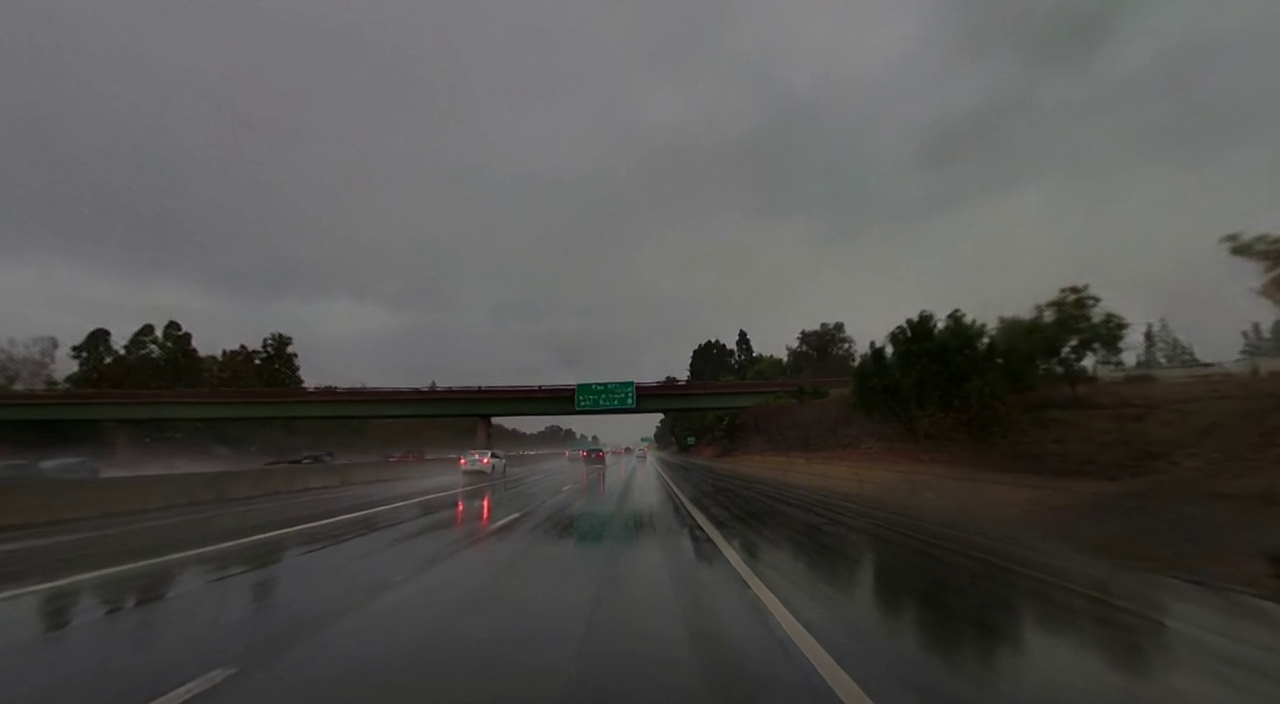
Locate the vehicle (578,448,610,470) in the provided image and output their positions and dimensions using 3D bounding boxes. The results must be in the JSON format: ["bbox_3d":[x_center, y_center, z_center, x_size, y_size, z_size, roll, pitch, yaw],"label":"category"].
[{"bbox_3d":[-3.552,8.315,49.050,2.102,1.571,4.666,0,-9,0],"label":"vehicle"}]

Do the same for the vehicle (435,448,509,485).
[{"bbox_3d":[-7.475,5.138,28.551,2.002,1.507,4.631,0,-9,1],"label":"vehicle"}]
